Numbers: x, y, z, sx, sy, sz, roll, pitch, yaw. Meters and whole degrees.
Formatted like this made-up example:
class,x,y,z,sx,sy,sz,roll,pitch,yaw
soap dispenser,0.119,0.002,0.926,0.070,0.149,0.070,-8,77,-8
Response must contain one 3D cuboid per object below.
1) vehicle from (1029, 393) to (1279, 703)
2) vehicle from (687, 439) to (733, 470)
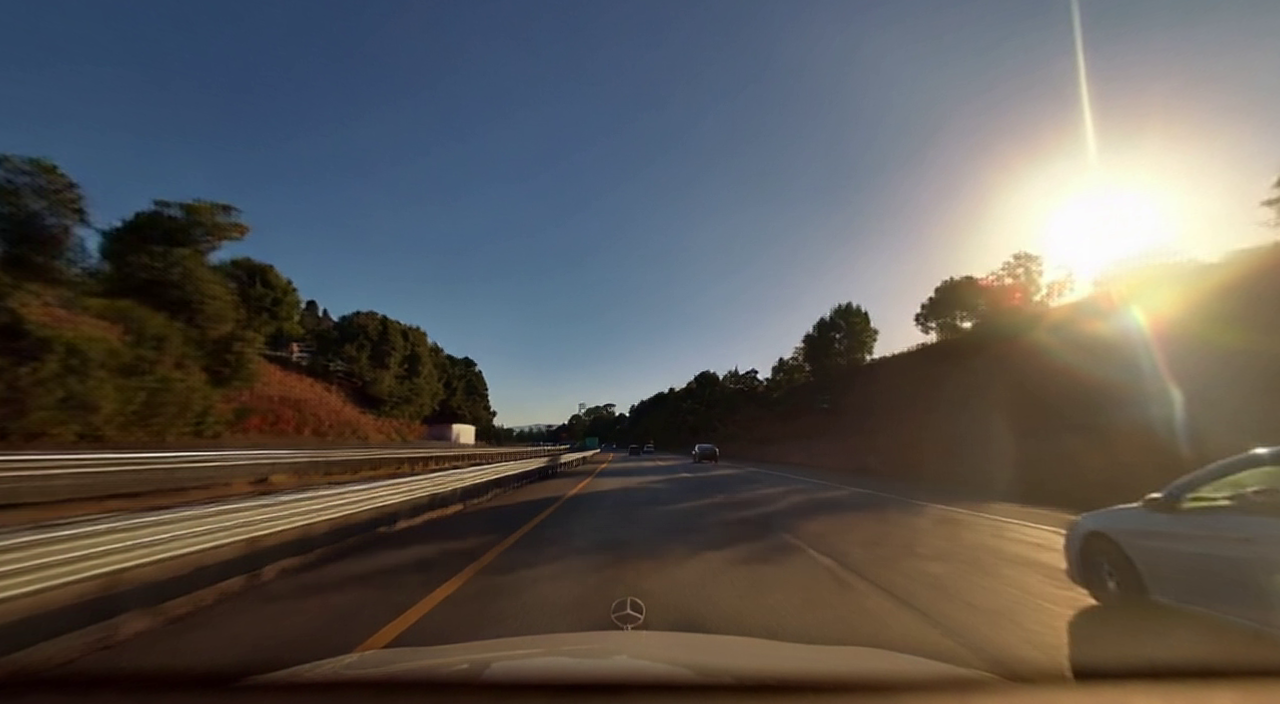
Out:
class,x,y,z,sx,sy,sz,roll,pitch,yaw
vehicle,4.017,0.925,2.656,2.072,1.528,4.176,0,-8,0
vehicle,3.662,5.428,33.374,1.945,1.538,3.729,0,-8,-1
